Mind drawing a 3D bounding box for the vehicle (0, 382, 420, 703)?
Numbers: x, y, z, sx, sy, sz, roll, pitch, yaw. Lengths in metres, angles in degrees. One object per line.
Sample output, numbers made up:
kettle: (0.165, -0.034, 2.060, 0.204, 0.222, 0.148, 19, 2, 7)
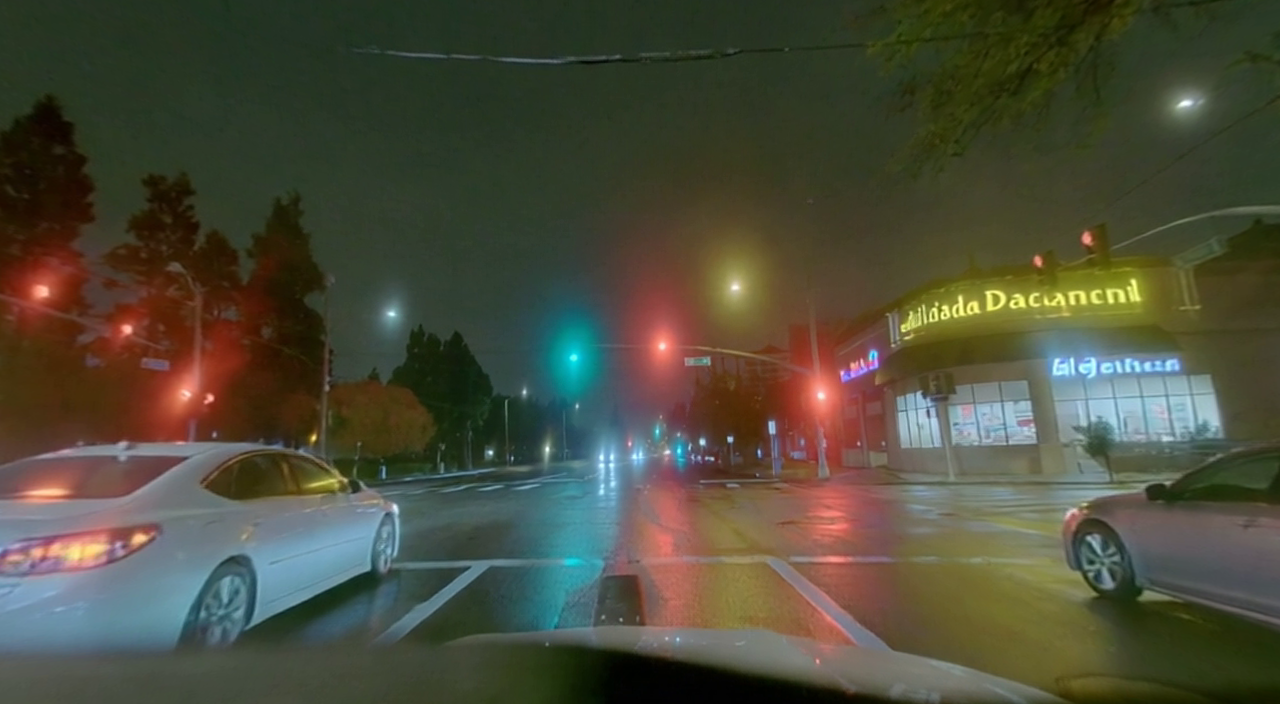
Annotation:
vehicle: (-3.475, 1.259, 4.842, 1.947, 1.627, 4.248, 0, -9, 1)

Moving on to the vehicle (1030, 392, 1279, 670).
vehicle: (4.873, 1.095, 3.897, 2.039, 1.655, 4.495, 0, -9, 1)
